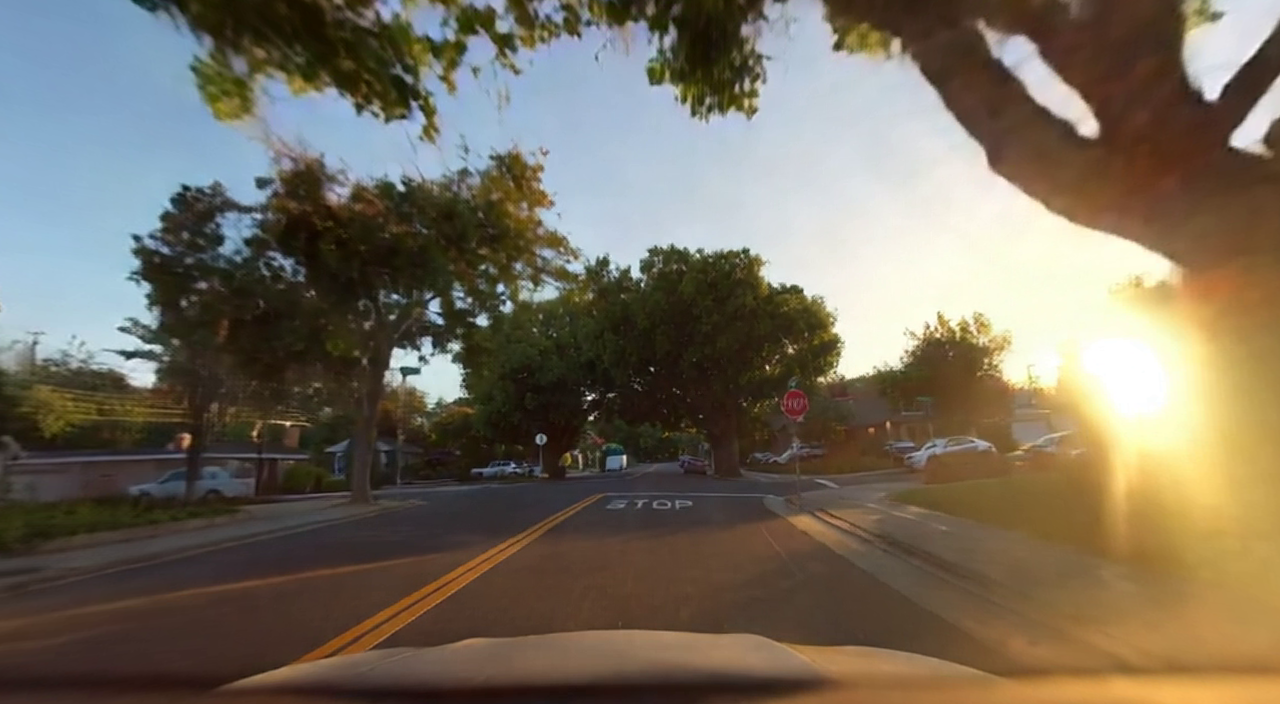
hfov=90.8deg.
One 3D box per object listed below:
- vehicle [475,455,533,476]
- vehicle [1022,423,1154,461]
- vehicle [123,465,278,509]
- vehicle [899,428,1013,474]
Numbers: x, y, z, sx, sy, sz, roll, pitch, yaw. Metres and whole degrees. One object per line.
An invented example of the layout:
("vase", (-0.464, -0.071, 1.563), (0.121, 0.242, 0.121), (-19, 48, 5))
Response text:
("vehicle", (-10.230, 8.587, 47.697), (3.937, 1.390, 1.644), (1, -7, 3))
("vehicle", (18.621, 3.768, 26.272), (4.682, 1.483, 1.917), (3, -9, -18))
("vehicle", (-16.431, 5.049, 23.801), (4.320, 1.443, 1.867), (0, -9, -6))
("vehicle", (16.420, 5.168, 32.927), (4.788, 1.875, 2.148), (1, -20, -13))
